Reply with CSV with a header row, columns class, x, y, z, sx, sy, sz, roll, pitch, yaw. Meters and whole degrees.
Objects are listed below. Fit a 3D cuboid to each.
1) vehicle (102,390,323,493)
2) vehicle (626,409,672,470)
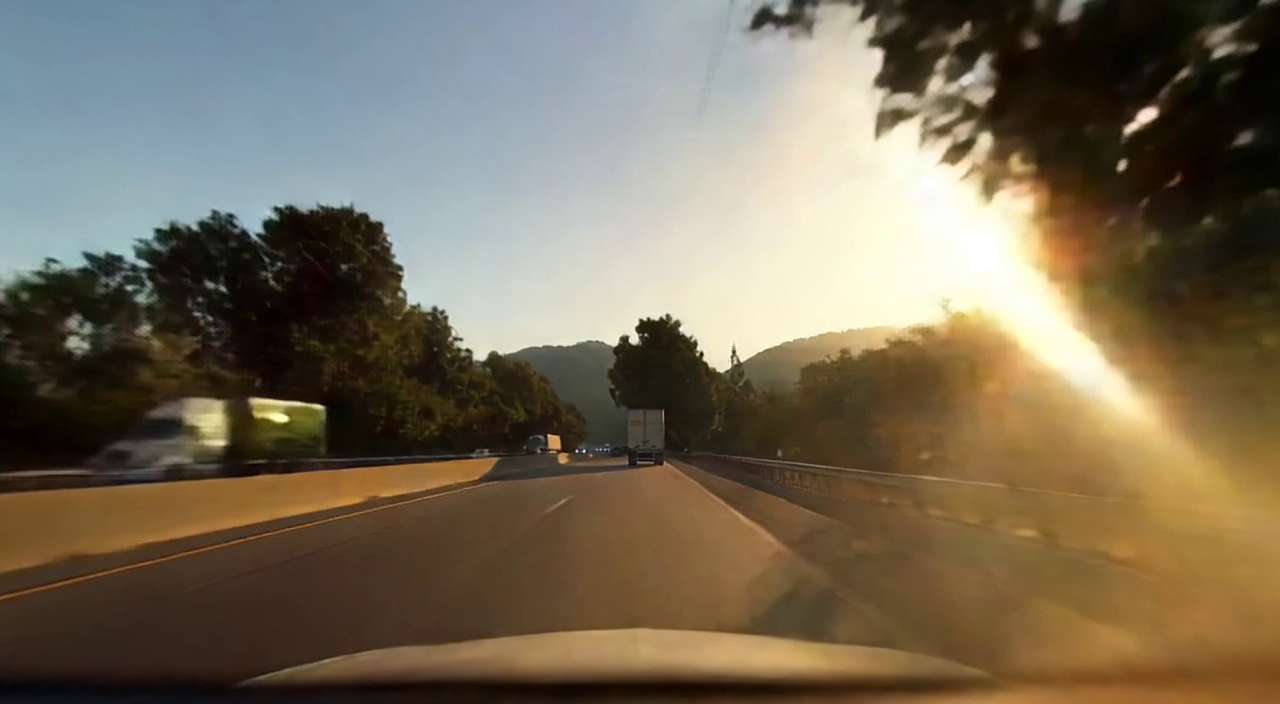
class,x,y,z,sx,sy,sz,roll,pitch,yaw
vehicle,-16.708,3.698,25.767,2.889,3.506,8.390,0,-9,1
vehicle,0.495,6.516,46.466,3.024,3.965,10.399,0,-9,-1
